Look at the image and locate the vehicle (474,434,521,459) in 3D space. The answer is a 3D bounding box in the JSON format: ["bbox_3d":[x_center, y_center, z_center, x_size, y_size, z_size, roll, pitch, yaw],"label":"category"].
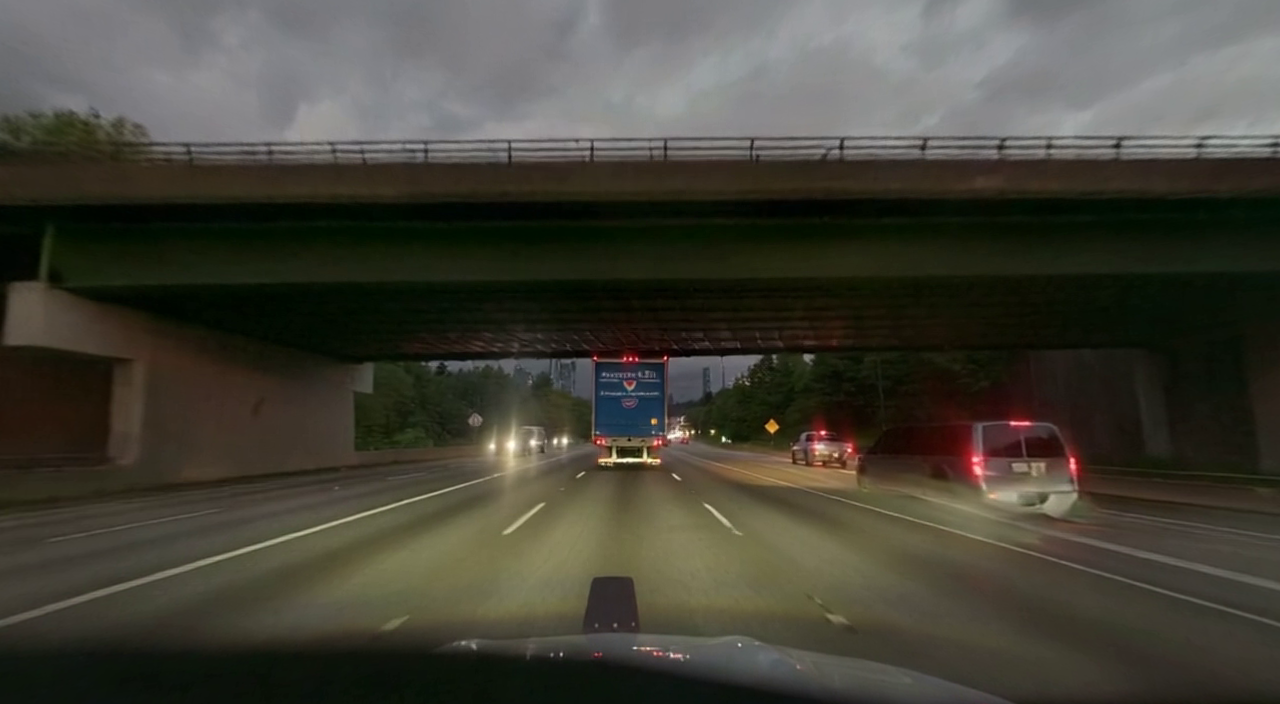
[{"bbox_3d":[-8.637,5.720,38.455,1.889,1.432,4.287,0,-8,0],"label":"vehicle"}]

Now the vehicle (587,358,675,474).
[{"bbox_3d":[-0.517,2.779,26.102,2.895,3.861,10.213,0,-8,-2],"label":"vehicle"}]
